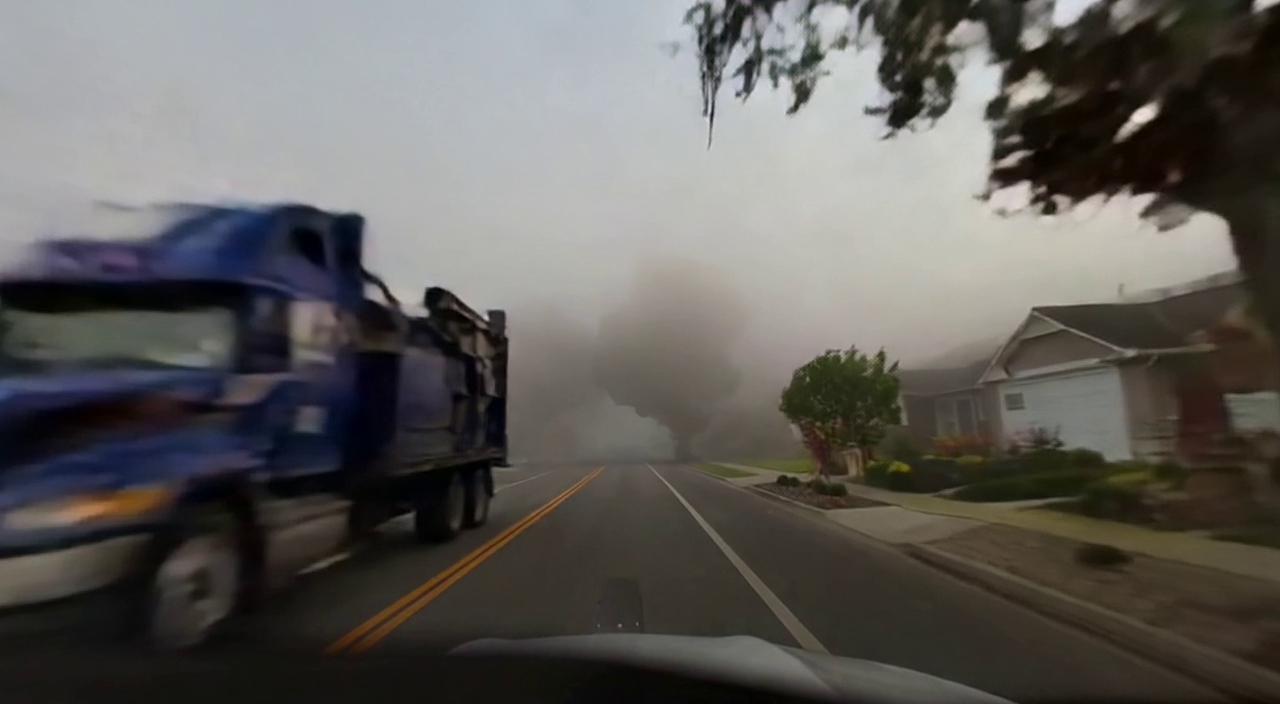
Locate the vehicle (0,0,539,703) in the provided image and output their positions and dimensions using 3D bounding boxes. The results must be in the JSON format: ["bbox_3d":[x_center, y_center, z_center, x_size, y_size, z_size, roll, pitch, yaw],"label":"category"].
[{"bbox_3d":[-3.705,0.613,8.154,3.133,4.112,10.695,0,-8,-1],"label":"vehicle"}]
